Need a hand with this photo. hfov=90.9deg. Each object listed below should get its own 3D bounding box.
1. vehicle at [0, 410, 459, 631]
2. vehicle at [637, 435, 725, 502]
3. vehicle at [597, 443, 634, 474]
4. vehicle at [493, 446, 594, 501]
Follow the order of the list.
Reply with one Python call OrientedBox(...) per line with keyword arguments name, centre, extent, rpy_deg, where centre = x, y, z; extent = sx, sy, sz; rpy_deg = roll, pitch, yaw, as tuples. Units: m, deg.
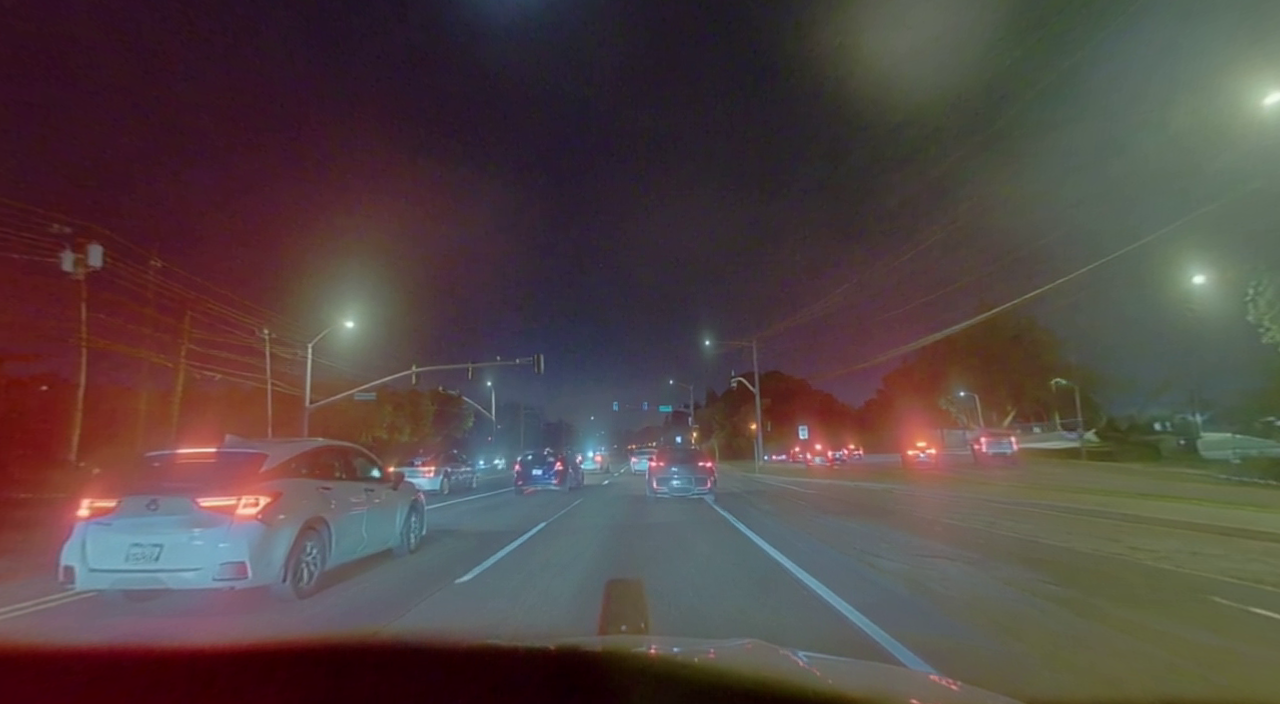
OrientedBox(name="vehicle", centre=(-3.755, 1.593, 6.999), extent=(2.018, 1.621, 4.441), rpy_deg=(0, -9, 2))
OrientedBox(name="vehicle", centre=(1.121, 3.256, 18.014), extent=(2.205, 1.691, 3.937), rpy_deg=(-1, -9, 2))
OrientedBox(name="vehicle", centre=(-1.472, 6.546, 38.889), extent=(1.788, 1.773, 3.731), rpy_deg=(-1, -9, 5))
OrientedBox(name="vehicle", centre=(-2.740, 3.570, 18.984), extent=(2.105, 1.436, 4.311), rpy_deg=(-1, -9, 4))
